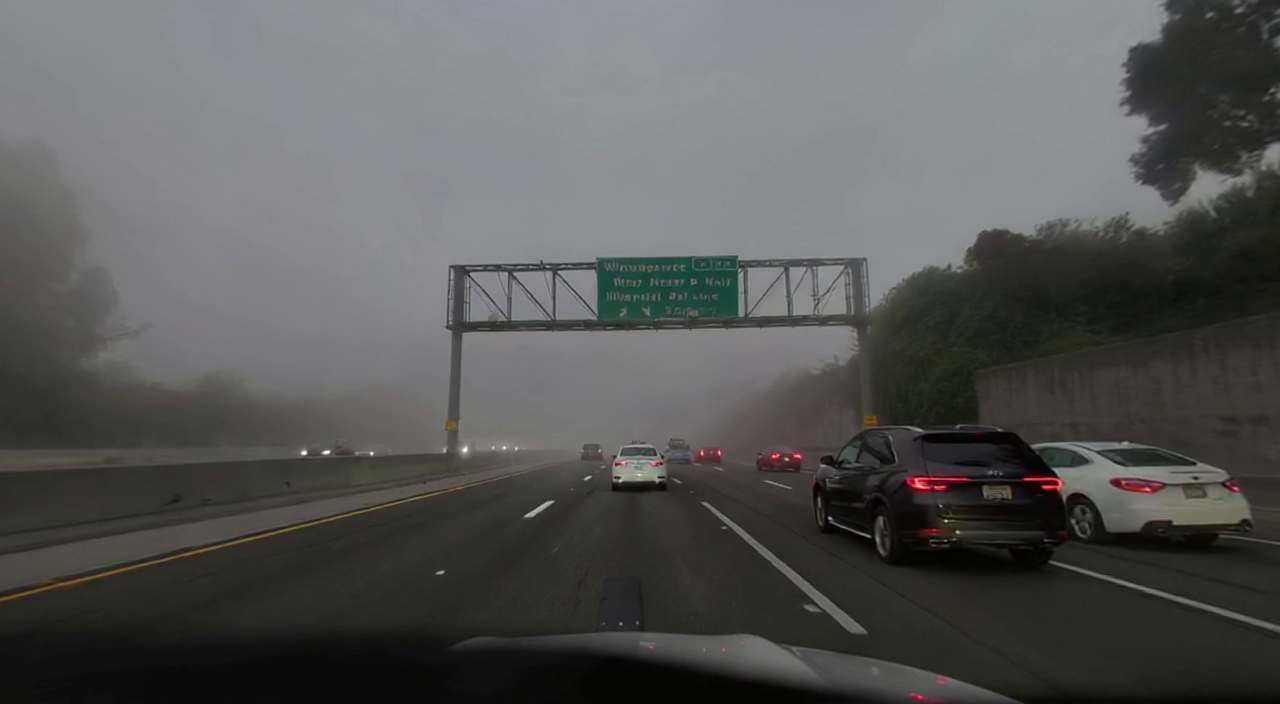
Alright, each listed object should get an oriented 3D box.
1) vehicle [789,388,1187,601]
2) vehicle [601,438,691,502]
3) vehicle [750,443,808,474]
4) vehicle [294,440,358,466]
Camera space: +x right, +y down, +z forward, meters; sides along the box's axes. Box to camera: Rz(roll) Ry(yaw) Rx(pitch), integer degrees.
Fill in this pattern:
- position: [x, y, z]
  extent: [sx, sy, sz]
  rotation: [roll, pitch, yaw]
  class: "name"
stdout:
- position: [3.525, 1.560, 7.795]
  extent: [2.162, 1.800, 4.693]
  rotation: [0, -9, -1]
  class: "vehicle"
- position: [0.104, 3.053, 16.784]
  extent: [2.098, 1.475, 3.997]
  rotation: [0, -9, -1]
  class: "vehicle"
- position: [6.943, 5.343, 32.015]
  extent: [1.839, 1.441, 4.241]
  rotation: [0, -9, -2]
  class: "vehicle"
- position: [-21.465, 6.907, 43.407]
  extent: [2.155, 1.701, 4.530]
  rotation: [0, -9, -2]
  class: "vehicle"
